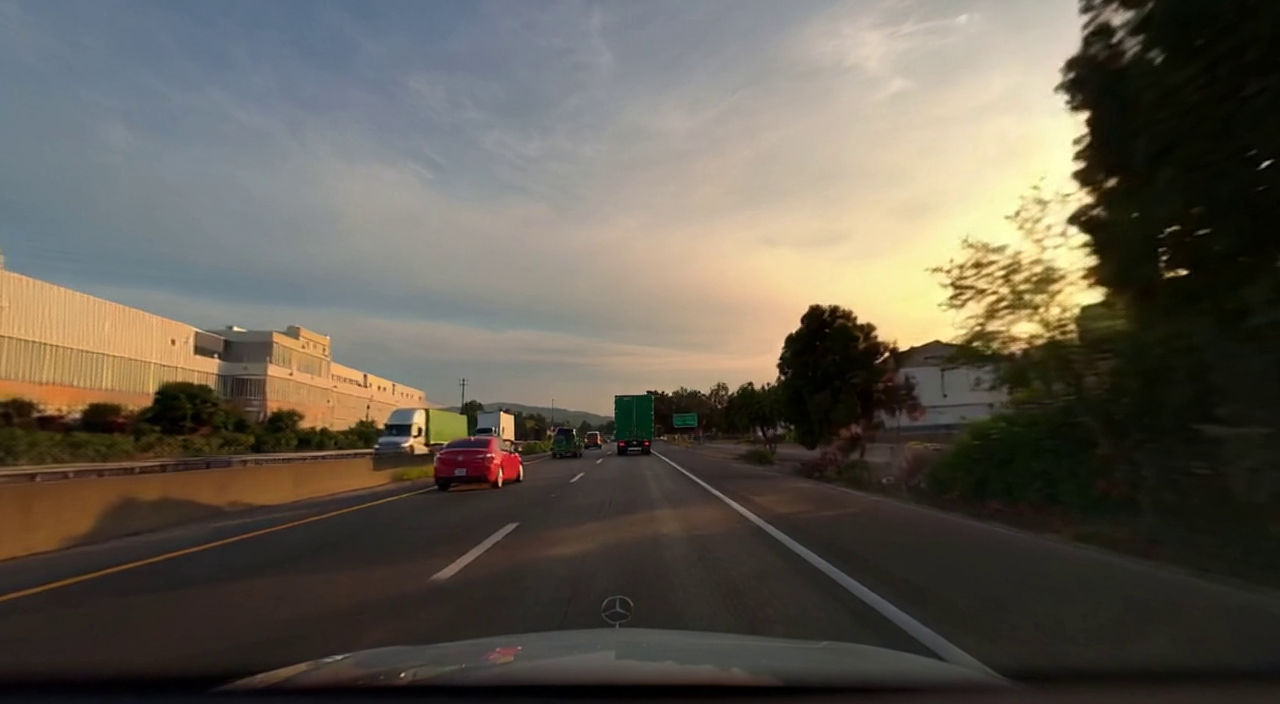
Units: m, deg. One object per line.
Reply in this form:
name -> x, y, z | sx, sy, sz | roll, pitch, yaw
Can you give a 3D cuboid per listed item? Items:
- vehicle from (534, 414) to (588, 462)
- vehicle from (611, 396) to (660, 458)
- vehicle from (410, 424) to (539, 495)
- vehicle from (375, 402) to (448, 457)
vehicle -> -4.848, 5.467, 40.059 | 2.717, 2.714, 6.997 | 0, -8, -1
vehicle -> -0.462, 5.624, 46.696 | 3.259, 4.066, 9.891 | 0, -8, -2
vehicle -> -4.175, 2.786, 16.886 | 2.005, 1.602, 5.131 | 0, -8, 1
vehicle -> -17.122, 5.907, 47.691 | 3.295, 3.920, 5.858 | 0, -8, -1
